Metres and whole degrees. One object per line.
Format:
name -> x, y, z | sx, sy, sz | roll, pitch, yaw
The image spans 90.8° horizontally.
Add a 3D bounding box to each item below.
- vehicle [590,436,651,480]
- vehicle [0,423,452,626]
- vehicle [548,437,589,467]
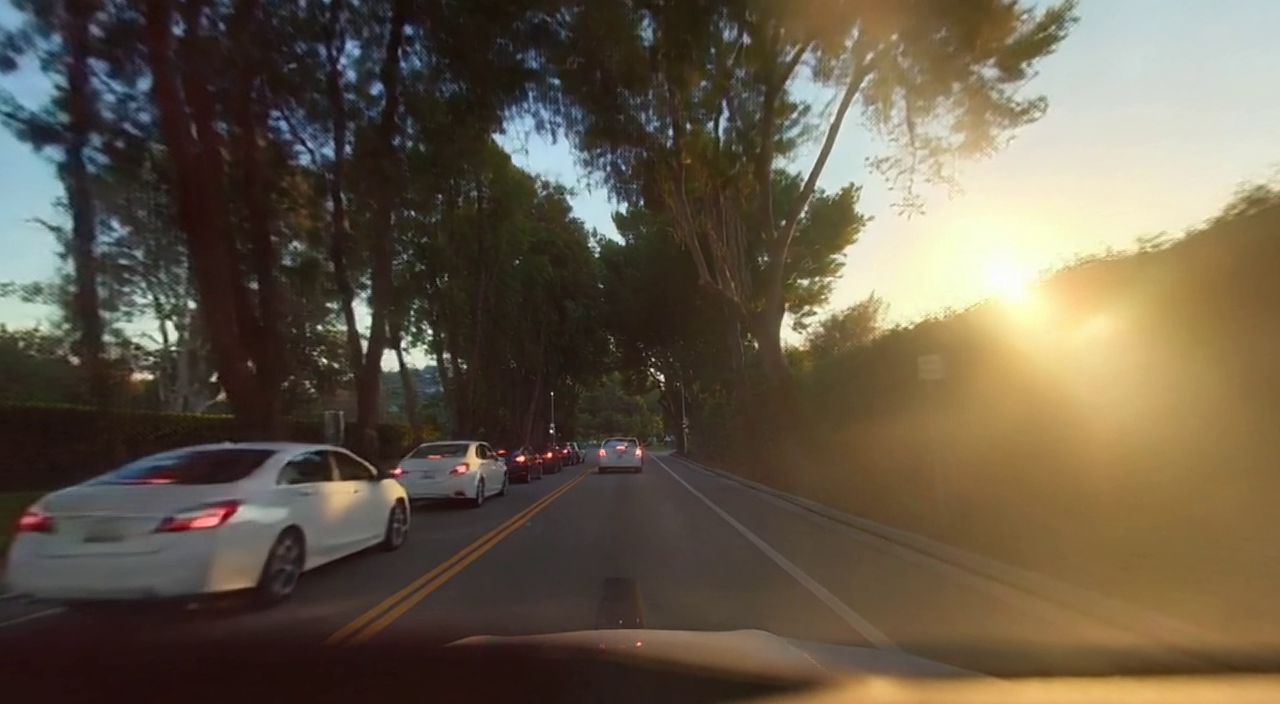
vehicle -> -0.716, 4.007, 24.160 | 2.127, 1.517, 4.090 | 0, -8, -1
vehicle -> -3.701, 1.569, 6.791 | 2.030, 1.452, 4.312 | 0, -8, 0
vehicle -> -4.194, 5.944, 37.802 | 1.983, 1.697, 4.285 | 0, -8, -1
